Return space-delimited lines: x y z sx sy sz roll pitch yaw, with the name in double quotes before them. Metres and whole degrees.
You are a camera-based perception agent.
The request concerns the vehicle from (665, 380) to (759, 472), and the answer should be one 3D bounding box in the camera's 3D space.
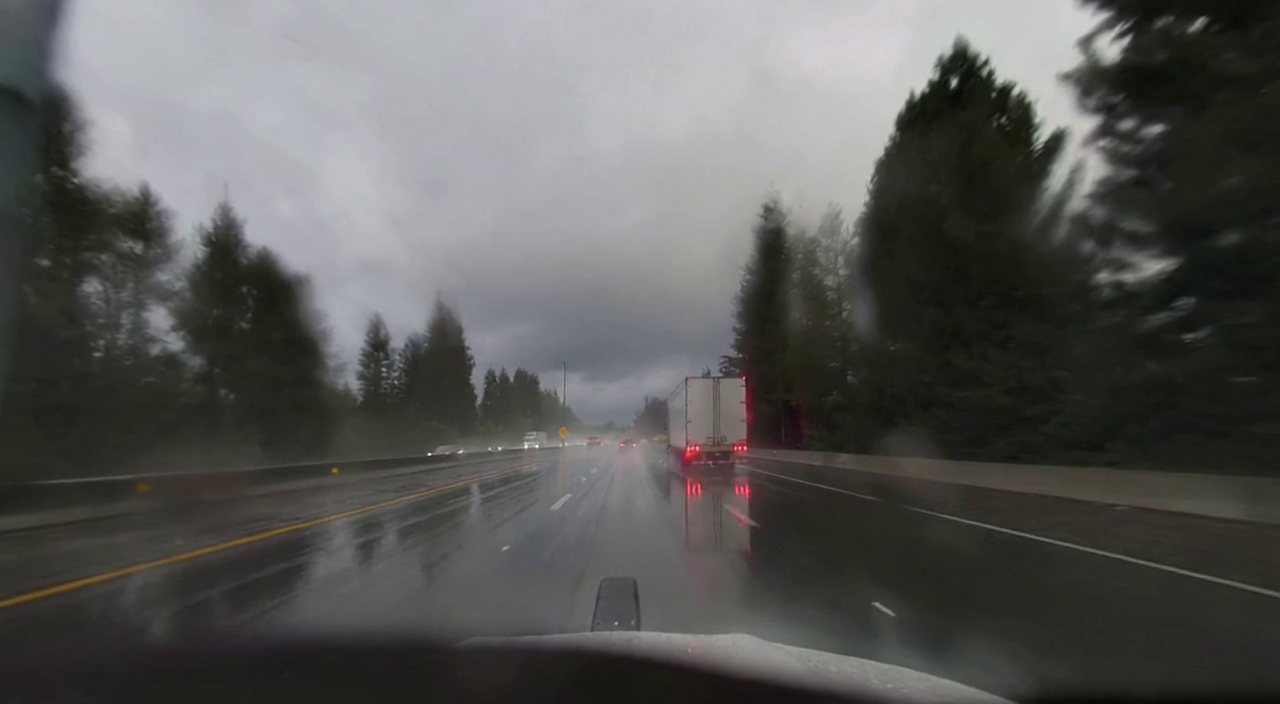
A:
"vehicle" 3.593 4.373 36.222 3.489 4.211 14.193 0 -8 -1
